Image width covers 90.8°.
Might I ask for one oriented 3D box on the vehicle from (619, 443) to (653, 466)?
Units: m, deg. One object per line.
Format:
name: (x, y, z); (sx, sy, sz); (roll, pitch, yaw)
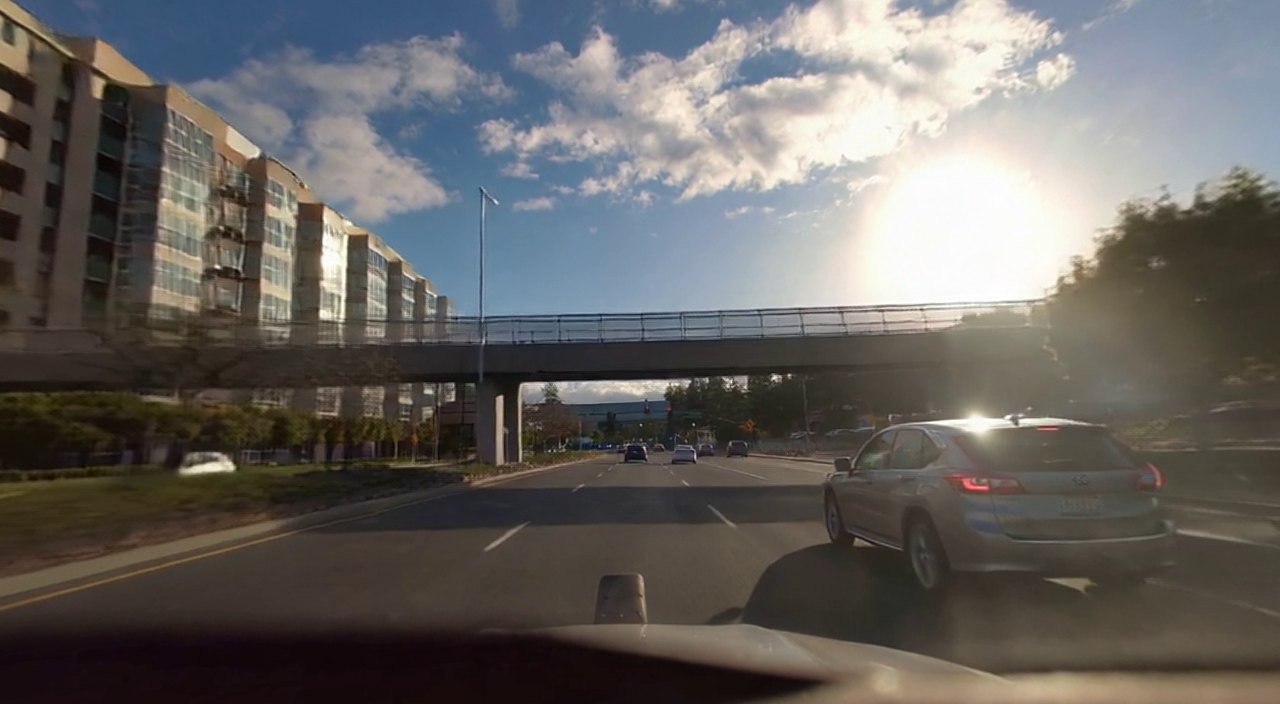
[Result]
vehicle: (-0.260, 6.873, 42.577); (2.173, 1.498, 4.528); (0, -8, 0)

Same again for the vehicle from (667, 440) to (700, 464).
vehicle: (3.265, 7.623, 48.182); (2.165, 1.708, 3.928); (0, -8, -2)

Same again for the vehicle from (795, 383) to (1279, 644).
vehicle: (3.281, 1.422, 6.640); (2.130, 1.741, 4.665); (0, -8, 0)
